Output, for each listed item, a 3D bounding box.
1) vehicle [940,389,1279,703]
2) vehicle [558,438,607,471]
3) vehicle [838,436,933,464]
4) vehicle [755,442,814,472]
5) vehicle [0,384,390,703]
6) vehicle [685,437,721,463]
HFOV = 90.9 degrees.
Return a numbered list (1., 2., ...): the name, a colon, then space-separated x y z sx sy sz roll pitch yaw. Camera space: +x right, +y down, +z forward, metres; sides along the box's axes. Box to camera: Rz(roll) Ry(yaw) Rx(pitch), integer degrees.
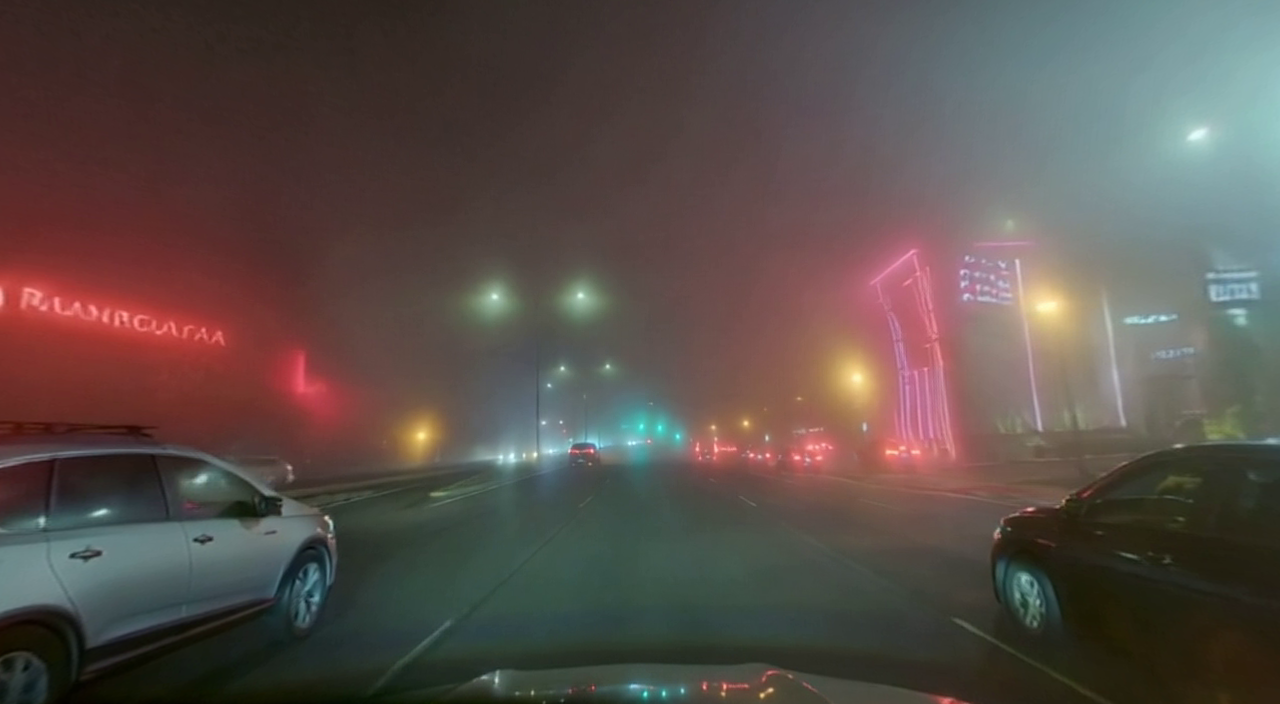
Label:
1. vehicle: 3.313 0.920 2.504 1.981 1.499 4.536 0 -8 0
2. vehicle: -2.813 5.130 31.849 1.917 1.511 4.436 -1 -8 2
3. vehicle: 15.975 6.386 41.212 5.370 1.699 1.996 -8 -11 42
4. vehicle: 7.606 5.586 33.731 1.976 1.469 4.576 0 -8 -1
5. vehicle: -3.389 1.004 3.157 2.155 1.504 4.776 -1 -8 2
6. vehicle: 4.354 6.800 43.974 2.007 1.683 4.171 0 -8 -1
